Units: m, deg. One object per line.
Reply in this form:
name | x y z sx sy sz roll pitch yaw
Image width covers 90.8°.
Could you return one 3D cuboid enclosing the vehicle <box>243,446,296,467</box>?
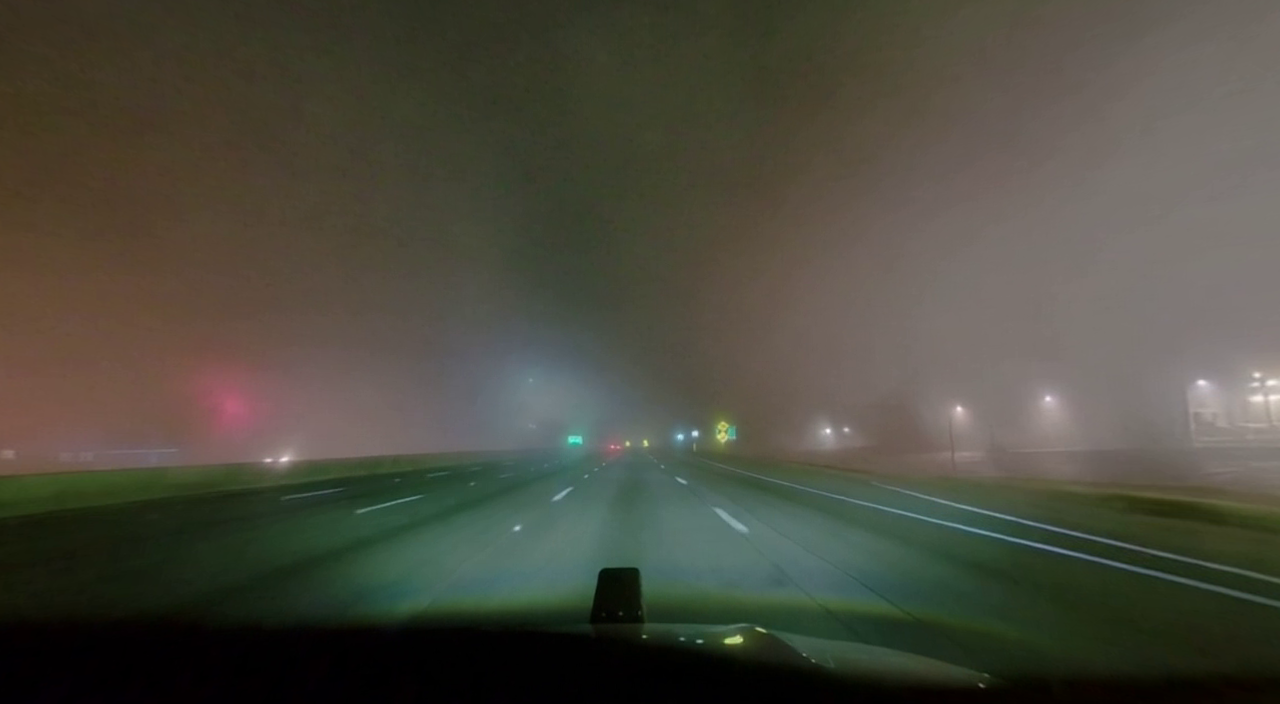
vehicle | -29.058 8.174 49.659 1.717 1.525 3.814 0 -8 1
